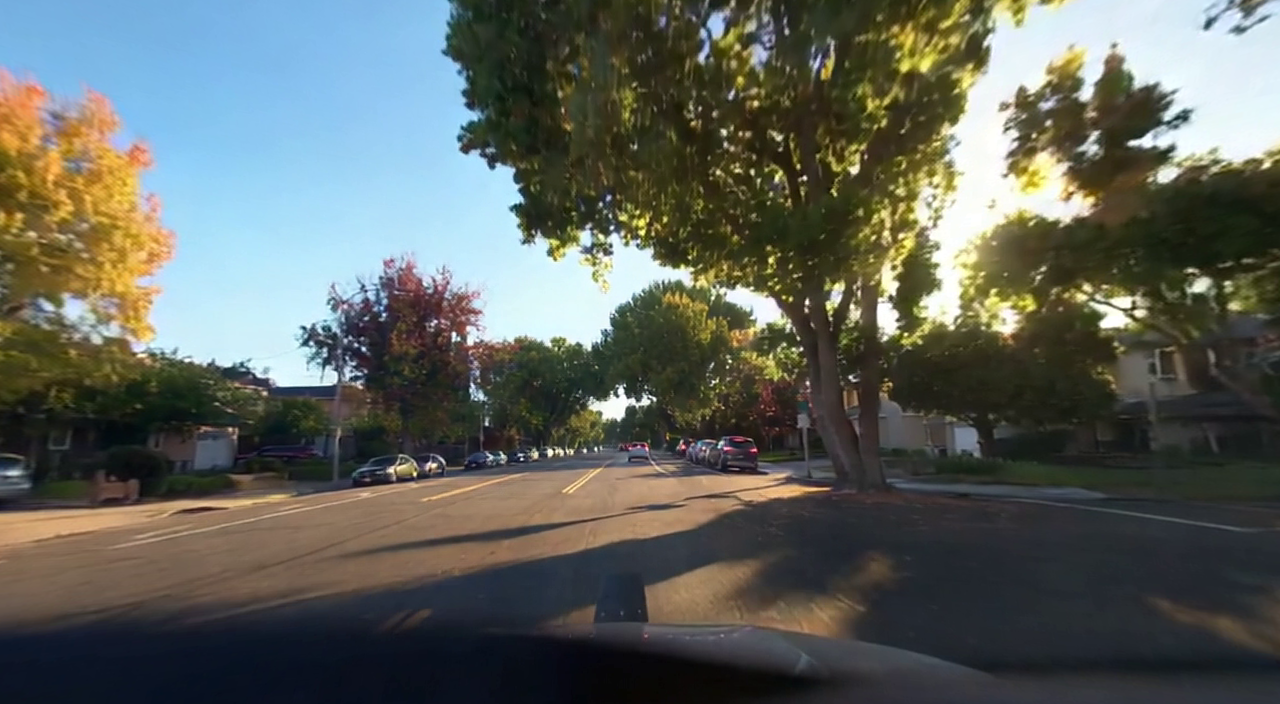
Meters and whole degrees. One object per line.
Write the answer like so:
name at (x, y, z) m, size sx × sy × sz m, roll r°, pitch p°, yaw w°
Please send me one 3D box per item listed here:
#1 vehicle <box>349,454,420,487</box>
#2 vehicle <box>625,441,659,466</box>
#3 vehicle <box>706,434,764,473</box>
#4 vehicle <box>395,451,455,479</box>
vehicle at (-12.954, 6.008, 32.324) m, size 1.834 × 1.467 × 4.357 m, roll 0°, pitch -8°, yaw 0°
vehicle at (0.073, 6.267, 39.280) m, size 2.022 × 1.471 × 3.973 m, roll 0°, pitch -8°, yaw -1°
vehicle at (4.707, 5.136, 32.030) m, size 2.022 × 1.799 × 5.105 m, roll 0°, pitch -8°, yaw -2°
vehicle at (-12.847, 6.785, 38.085) m, size 1.880 × 1.523 × 4.833 m, roll 0°, pitch -8°, yaw 1°
